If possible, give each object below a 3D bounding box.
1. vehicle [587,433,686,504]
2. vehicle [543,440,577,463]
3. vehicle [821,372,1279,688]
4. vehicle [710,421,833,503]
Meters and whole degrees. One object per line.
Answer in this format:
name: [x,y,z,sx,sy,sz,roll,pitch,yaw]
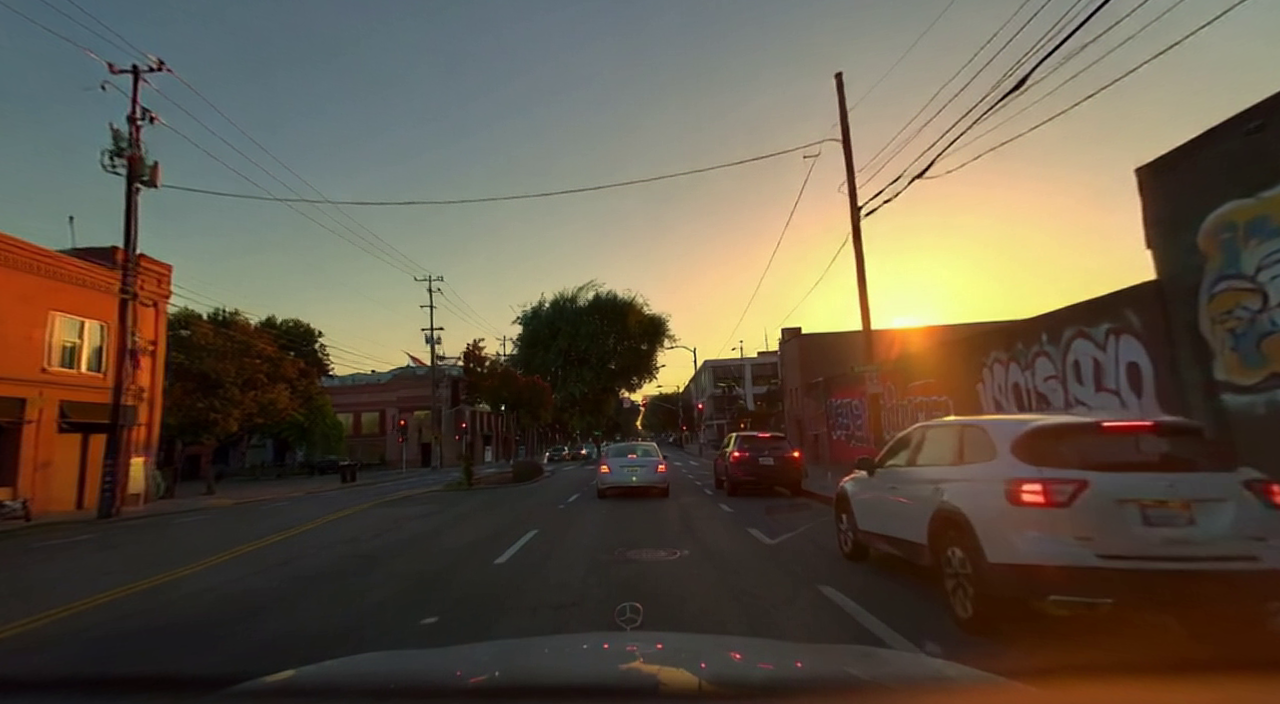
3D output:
vehicle: [-0.053,2.868,15.891,2.153,1.505,4.452,0,-9,1]
vehicle: [-6.036,7.576,47.836,2.059,1.699,4.252,0,-9,1]
vehicle: [3.283,1.295,5.694,1.938,1.714,4.402,0,-9,0]
vehicle: [3.172,2.782,16.233,2.060,1.783,4.579,0,-9,-1]
